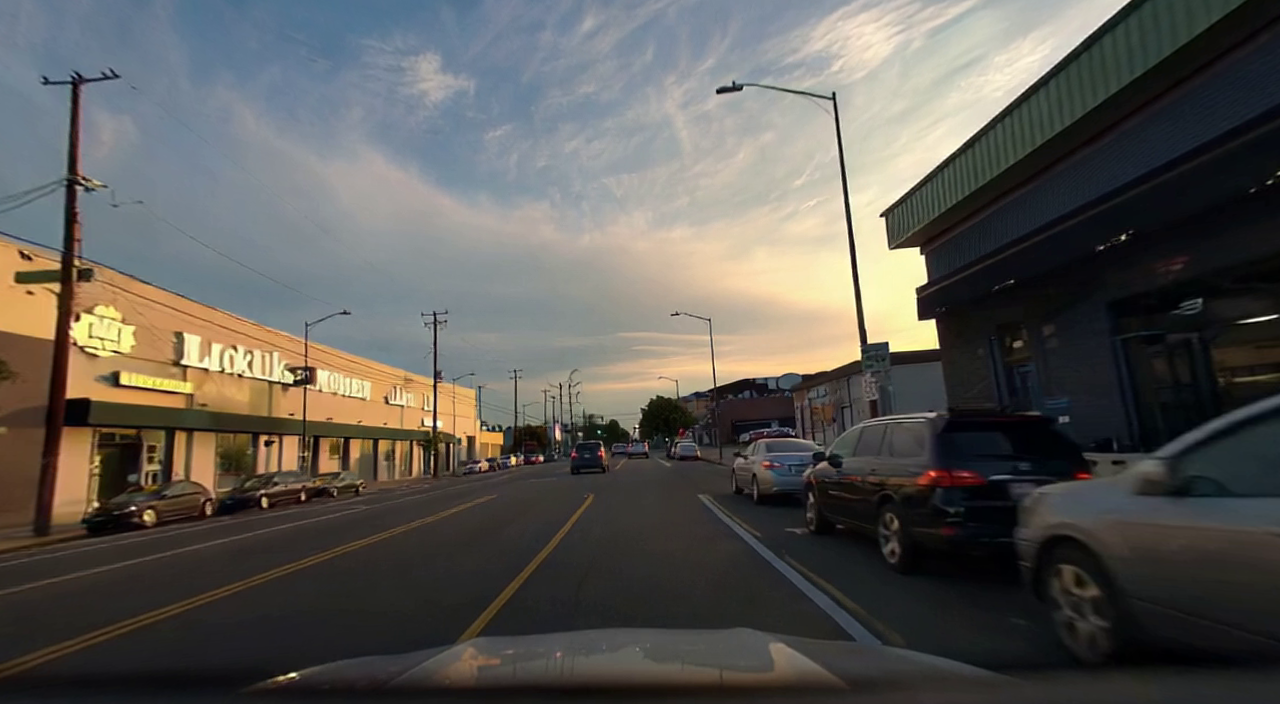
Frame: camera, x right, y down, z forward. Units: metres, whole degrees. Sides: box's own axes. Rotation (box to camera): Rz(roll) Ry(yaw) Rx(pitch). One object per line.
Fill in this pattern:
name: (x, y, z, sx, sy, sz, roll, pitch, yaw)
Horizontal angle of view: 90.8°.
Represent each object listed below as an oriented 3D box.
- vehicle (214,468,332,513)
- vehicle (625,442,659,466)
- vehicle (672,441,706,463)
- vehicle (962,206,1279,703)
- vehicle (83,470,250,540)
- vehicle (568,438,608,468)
vehicle: (-15.856, 5.974, 27.712, 2.081, 1.549, 5.190, 0, -8, 0)
vehicle: (0.058, 6.598, 41.018, 2.099, 1.470, 4.270, 0, -8, -1)
vehicle: (3.548, 7.337, 46.549, 2.042, 1.487, 5.033, 0, -8, -1)
vehicle: (3.445, 0.336, 1.076, 2.620, 1.939, 5.968, 0, -8, 0)
vehicle: (-15.553, 4.987, 21.187, 1.957, 1.534, 5.028, -5, -7, -3)
vehicle: (-3.420, 6.779, 42.537, 2.348, 1.831, 4.737, 0, -8, -1)
